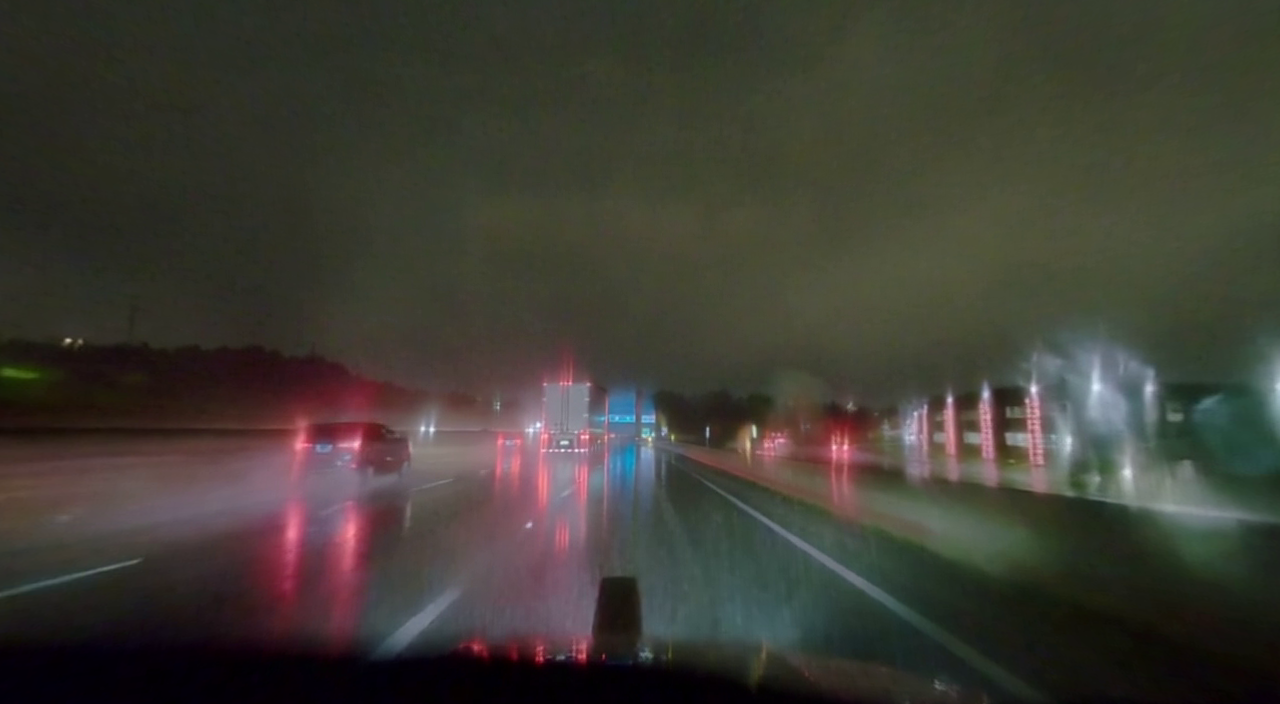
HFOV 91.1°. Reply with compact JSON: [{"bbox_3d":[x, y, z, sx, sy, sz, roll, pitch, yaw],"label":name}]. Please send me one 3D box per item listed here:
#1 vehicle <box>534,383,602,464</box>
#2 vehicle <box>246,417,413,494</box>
[{"bbox_3d":[-3.974,4.457,37.706,3.002,3.987,12.477,-1,-8,-2],"label":"vehicle"},{"bbox_3d":[-7.683,2.600,16.177,2.075,1.691,4.431,0,-8,-1],"label":"vehicle"}]
